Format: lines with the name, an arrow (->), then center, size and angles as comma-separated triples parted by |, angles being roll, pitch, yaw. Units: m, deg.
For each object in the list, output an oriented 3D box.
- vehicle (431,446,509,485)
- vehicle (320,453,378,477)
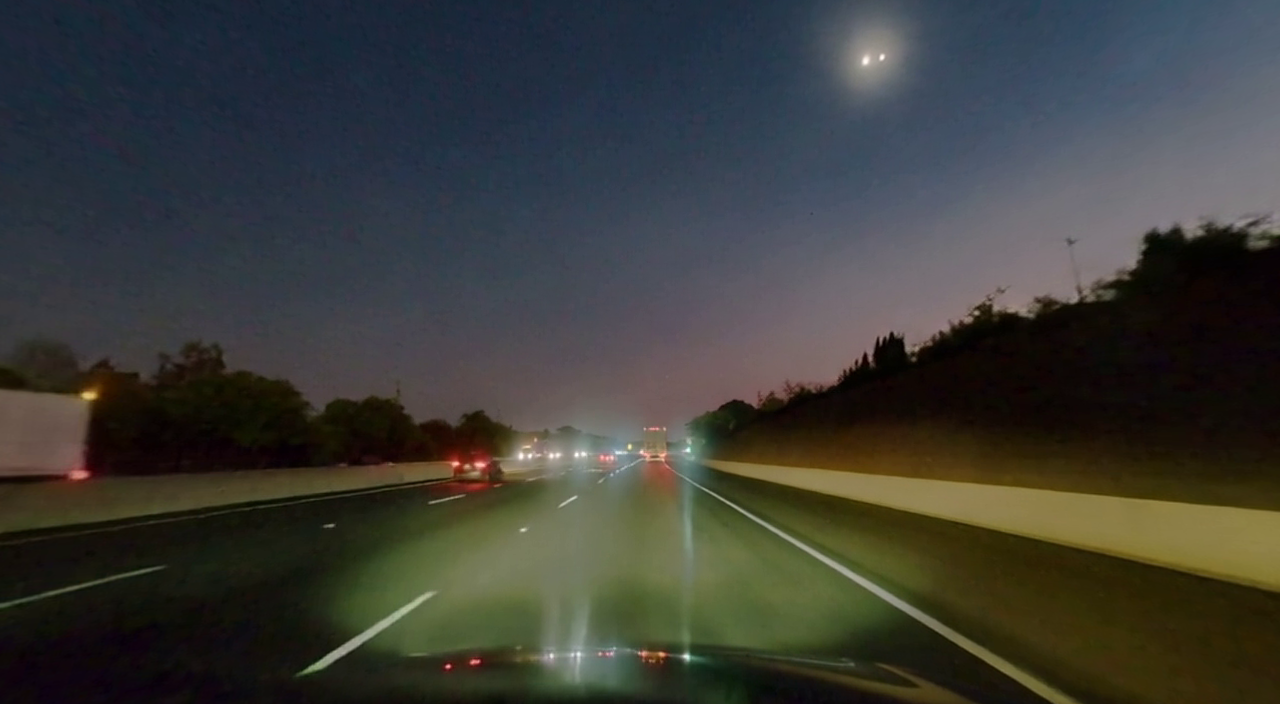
vehicle -> -7.219, 4.865, 27.244 | 2.031, 1.521, 4.503 | 0, -9, 1
vehicle -> -19.173, 7.461, 41.675 | 1.842, 1.464, 3.956 | 0, -9, 1
